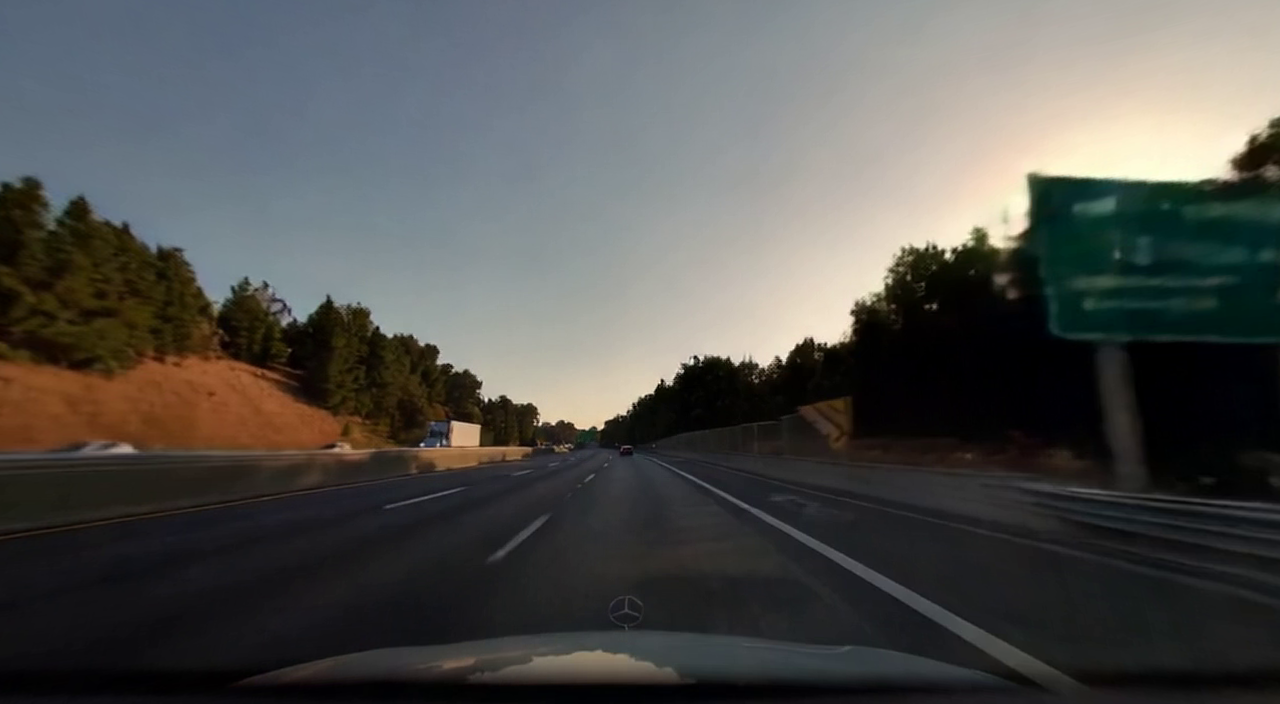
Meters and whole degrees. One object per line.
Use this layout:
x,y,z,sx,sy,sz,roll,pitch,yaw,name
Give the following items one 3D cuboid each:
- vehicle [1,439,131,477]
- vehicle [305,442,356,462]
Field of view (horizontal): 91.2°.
-24.095,4.449,26.560,1.763,1.487,3.926,0,-8,0,vehicle
-24.488,7.911,49.827,1.808,1.515,4.455,0,-8,-1,vehicle
